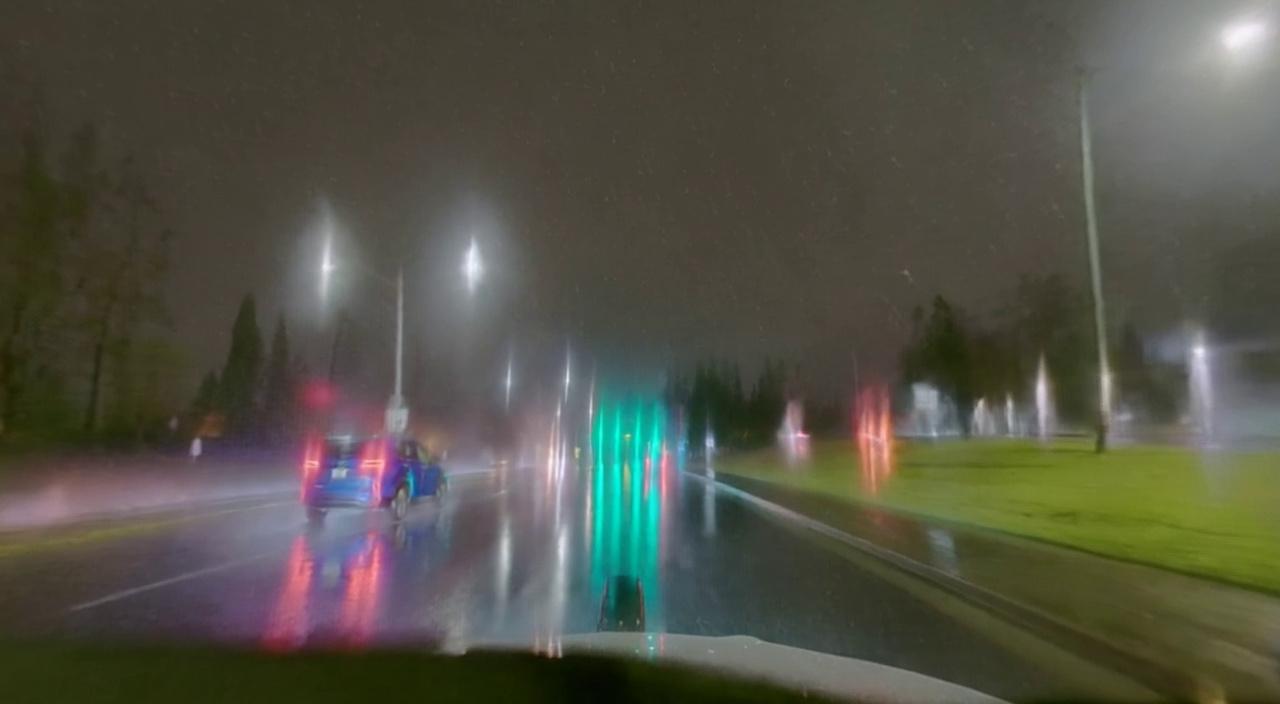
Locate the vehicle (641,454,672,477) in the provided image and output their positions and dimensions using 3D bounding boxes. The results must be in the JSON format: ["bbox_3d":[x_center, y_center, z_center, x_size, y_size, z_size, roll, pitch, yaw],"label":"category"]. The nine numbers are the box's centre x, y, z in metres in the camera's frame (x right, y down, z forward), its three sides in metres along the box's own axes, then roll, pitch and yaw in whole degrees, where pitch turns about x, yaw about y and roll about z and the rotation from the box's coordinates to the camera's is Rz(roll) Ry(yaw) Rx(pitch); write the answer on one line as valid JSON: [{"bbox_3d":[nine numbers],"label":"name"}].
[{"bbox_3d":[1.124,7.980,44.553,2.091,1.494,3.962,0,-9,0],"label":"vehicle"}]

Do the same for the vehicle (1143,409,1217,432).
[{"bbox_3d":[39.224,5.022,45.870,1.772,1.504,4.322,-1,-9,5],"label":"vehicle"}]

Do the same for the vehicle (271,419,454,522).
[{"bbox_3d":[-5.837,2.536,13.961,2.027,1.908,4.273,0,-9,1],"label":"vehicle"}]
